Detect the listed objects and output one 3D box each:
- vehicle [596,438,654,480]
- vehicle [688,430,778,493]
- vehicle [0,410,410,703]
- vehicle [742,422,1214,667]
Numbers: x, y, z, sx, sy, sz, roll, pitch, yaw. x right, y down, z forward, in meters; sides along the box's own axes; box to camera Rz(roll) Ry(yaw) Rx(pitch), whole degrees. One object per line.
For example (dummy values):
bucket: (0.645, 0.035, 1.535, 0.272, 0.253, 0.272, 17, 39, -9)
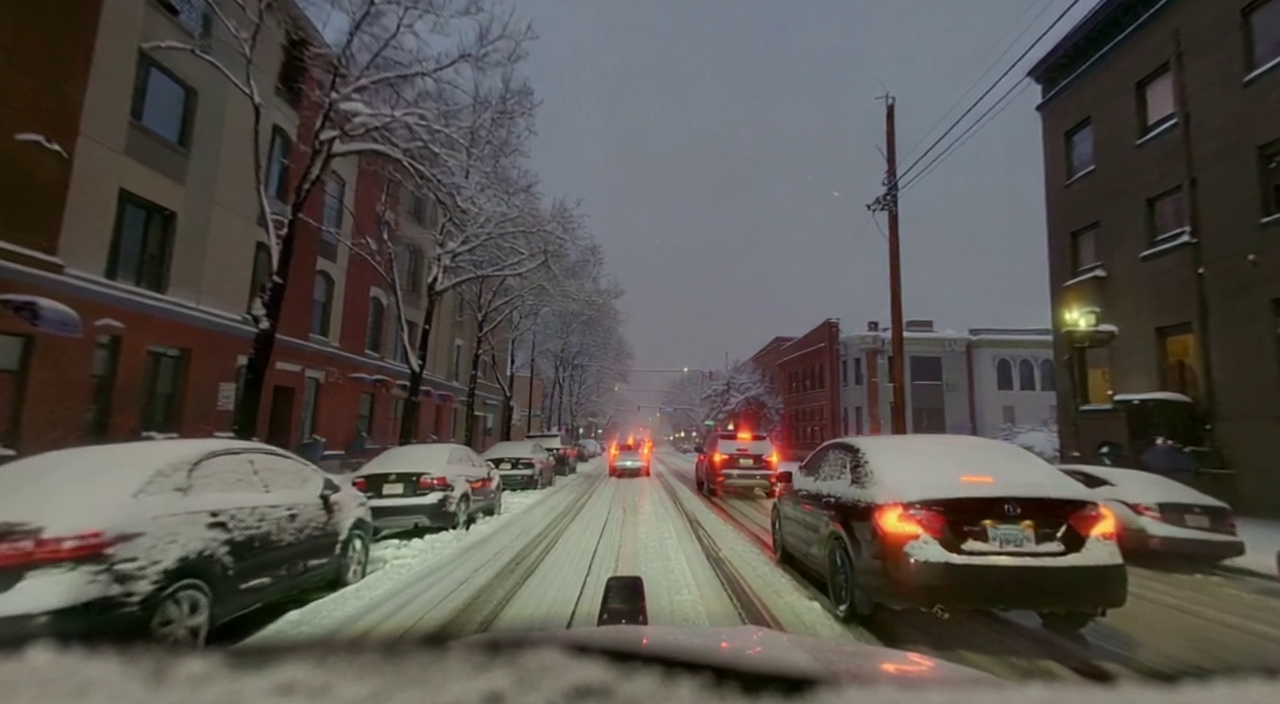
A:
vehicle: (-0.527, 4.044, 23.995, 2.007, 1.460, 3.923, 0, -8, 0)
vehicle: (2.714, 3.333, 19.542, 2.002, 1.707, 4.547, 0, -8, -1)
vehicle: (-3.525, 1.314, 4.706, 1.955, 1.504, 4.618, 0, -8, -2)
vehicle: (2.479, 1.531, 6.256, 2.080, 1.495, 4.591, 0, -8, -1)
